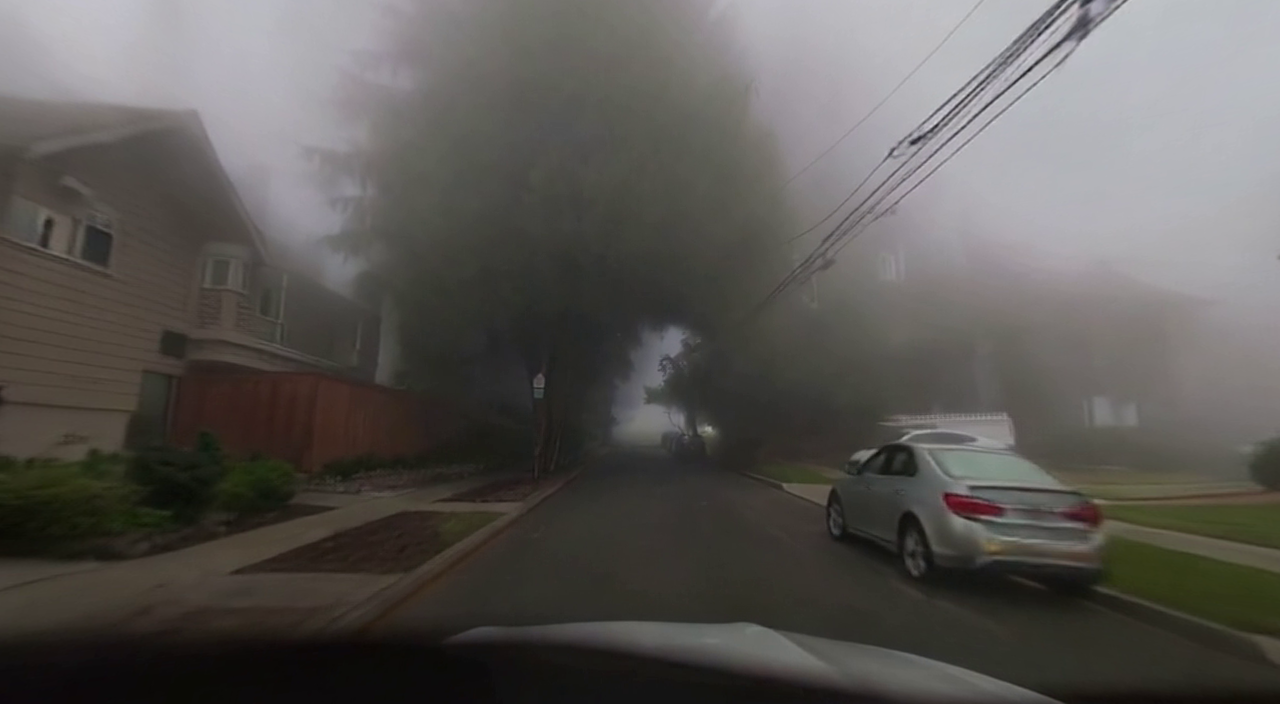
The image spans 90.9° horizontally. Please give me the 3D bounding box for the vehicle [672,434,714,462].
[{"bbox_3d":[3.077,5.607,37.126,1.955,1.498,4.046,0,-7,-3],"label":"vehicle"}]

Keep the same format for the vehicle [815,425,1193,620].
[{"bbox_3d":[3.353,1.561,6.815,1.838,1.496,3.735,0,-7,0],"label":"vehicle"}]
